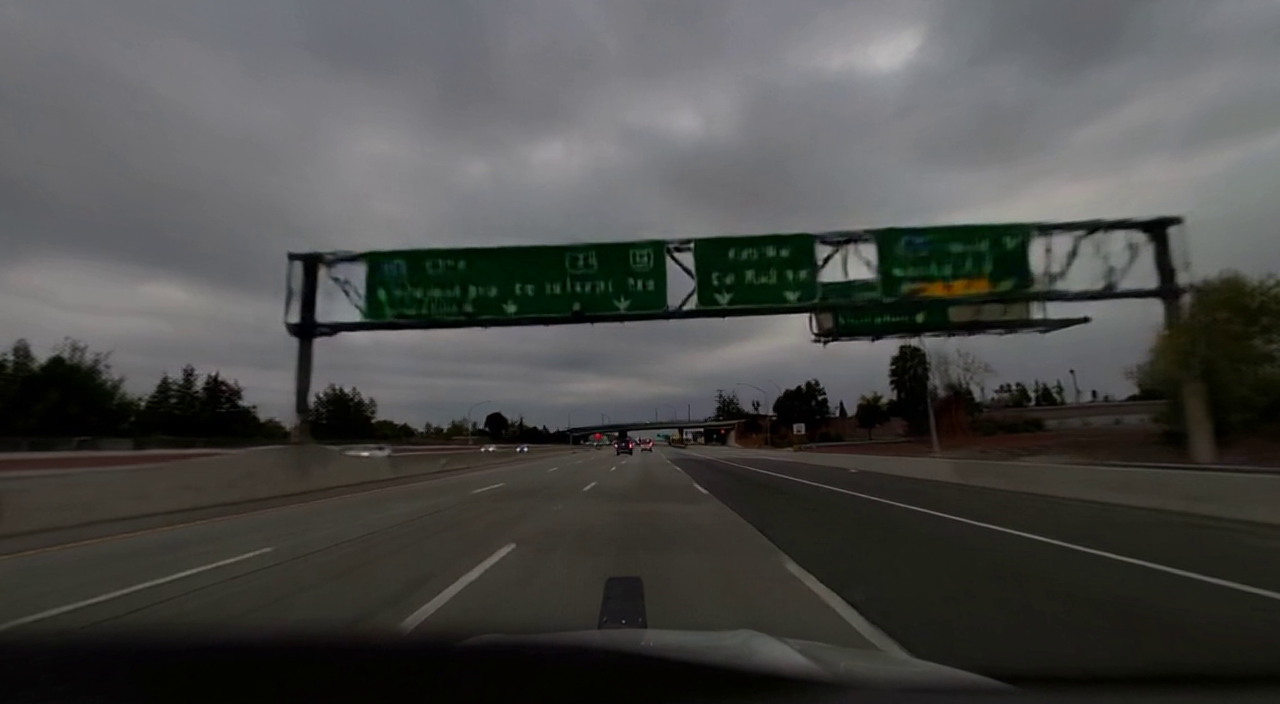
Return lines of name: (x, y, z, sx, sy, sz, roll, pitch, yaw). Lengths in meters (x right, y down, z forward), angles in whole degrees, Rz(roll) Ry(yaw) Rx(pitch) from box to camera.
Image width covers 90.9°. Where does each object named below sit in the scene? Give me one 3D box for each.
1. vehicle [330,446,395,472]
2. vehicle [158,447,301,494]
vehicle: (-17.403, 6.720, 39.853, 2.048, 1.476, 4.721, 0, -9, -1)
vehicle: (-14.395, 4.144, 22.542, 1.878, 1.476, 4.734, -1, -8, 1)
